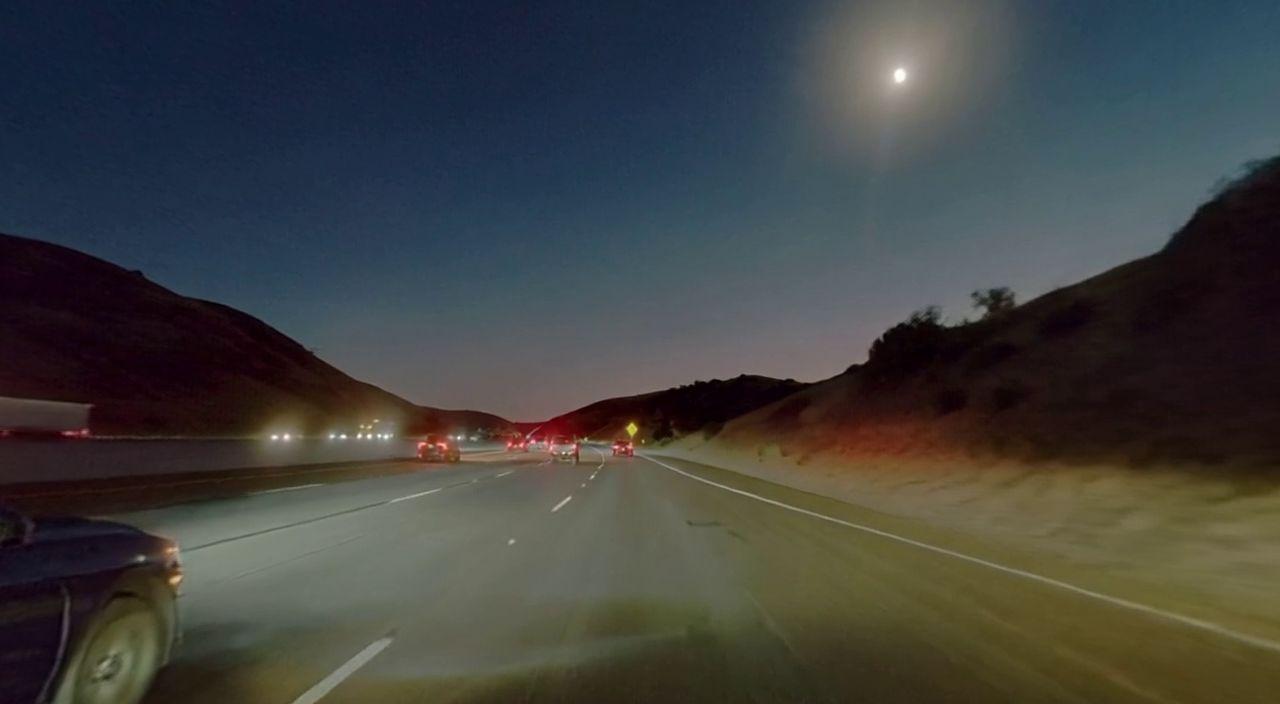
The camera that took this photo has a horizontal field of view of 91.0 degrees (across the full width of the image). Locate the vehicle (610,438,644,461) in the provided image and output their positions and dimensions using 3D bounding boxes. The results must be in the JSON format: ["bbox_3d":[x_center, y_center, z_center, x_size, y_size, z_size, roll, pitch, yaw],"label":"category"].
[{"bbox_3d":[-0.991,7.282,47.082,2.421,1.594,4.248,0,-9,-2],"label":"vehicle"}]

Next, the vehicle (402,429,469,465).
[{"bbox_3d":[-11.781,5.524,36.676,2.219,1.923,4.985,0,-8,0],"label":"vehicle"}]

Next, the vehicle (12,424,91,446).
[{"bbox_3d":[-42.983,6.139,46.139,1.757,1.493,4.188,0,-9,-1],"label":"vehicle"}]

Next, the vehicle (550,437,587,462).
[{"bbox_3d":[-4.762,6.589,42.600,2.060,1.631,4.214,0,-9,-1],"label":"vehicle"}]
